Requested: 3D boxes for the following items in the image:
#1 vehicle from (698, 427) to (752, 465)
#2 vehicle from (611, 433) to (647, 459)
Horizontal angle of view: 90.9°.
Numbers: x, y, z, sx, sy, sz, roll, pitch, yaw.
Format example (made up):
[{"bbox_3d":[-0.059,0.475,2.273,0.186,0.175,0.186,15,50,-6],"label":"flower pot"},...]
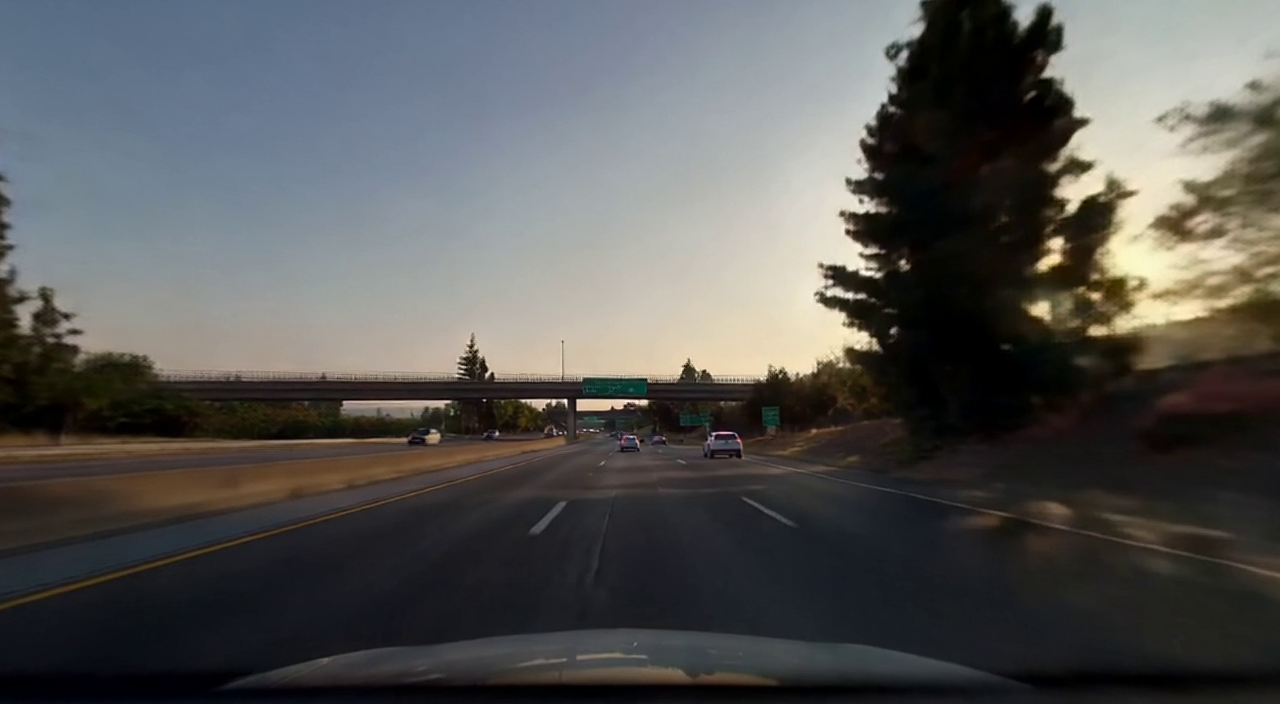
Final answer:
[{"bbox_3d":[3.876,4.344,29.321,1.892,1.600,3.782,0,-8,-2],"label":"vehicle"},{"bbox_3d":[-0.667,5.459,36.694,1.987,1.440,3.565,0,-8,-2],"label":"vehicle"}]
